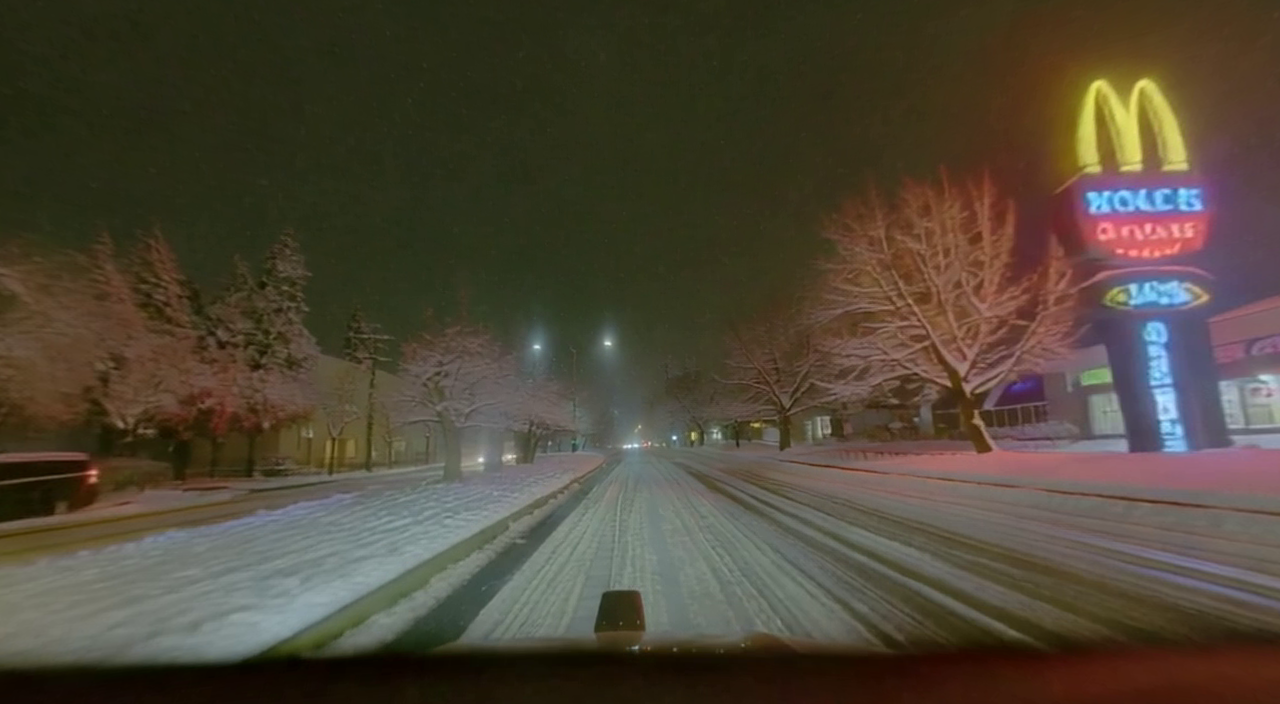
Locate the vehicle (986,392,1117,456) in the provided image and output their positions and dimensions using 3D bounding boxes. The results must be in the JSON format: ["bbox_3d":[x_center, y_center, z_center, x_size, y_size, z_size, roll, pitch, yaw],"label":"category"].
[{"bbox_3d":[28.896,5.101,44.309,8.627,4.134,2.881,3,-9,-21],"label":"vehicle"}]

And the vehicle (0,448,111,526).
[{"bbox_3d":[-19.367,3.981,18.521,2.648,2.106,6.148,-2,-8,-3],"label":"vehicle"}]

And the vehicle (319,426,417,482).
[{"bbox_3d":[-19.569,7.410,46.281,2.966,3.698,9.217,0,-9,0],"label":"vehicle"}]
